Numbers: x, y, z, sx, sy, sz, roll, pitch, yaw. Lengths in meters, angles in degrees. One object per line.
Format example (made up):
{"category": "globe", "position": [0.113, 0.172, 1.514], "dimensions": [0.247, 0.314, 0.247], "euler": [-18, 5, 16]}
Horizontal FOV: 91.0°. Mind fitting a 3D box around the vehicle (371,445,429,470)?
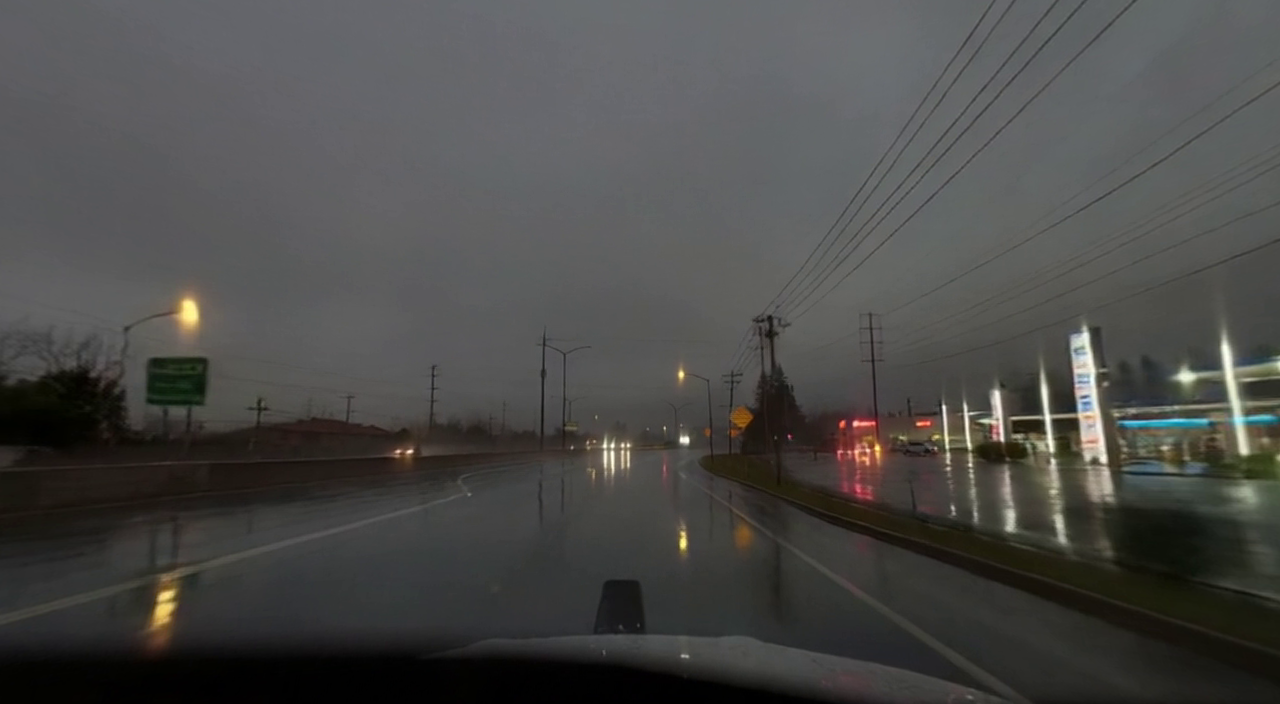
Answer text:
{"category": "vehicle", "position": [-17.051, 7.521, 44.992], "dimensions": [2.011, 1.646, 4.522], "euler": [-1, -9, 5]}
